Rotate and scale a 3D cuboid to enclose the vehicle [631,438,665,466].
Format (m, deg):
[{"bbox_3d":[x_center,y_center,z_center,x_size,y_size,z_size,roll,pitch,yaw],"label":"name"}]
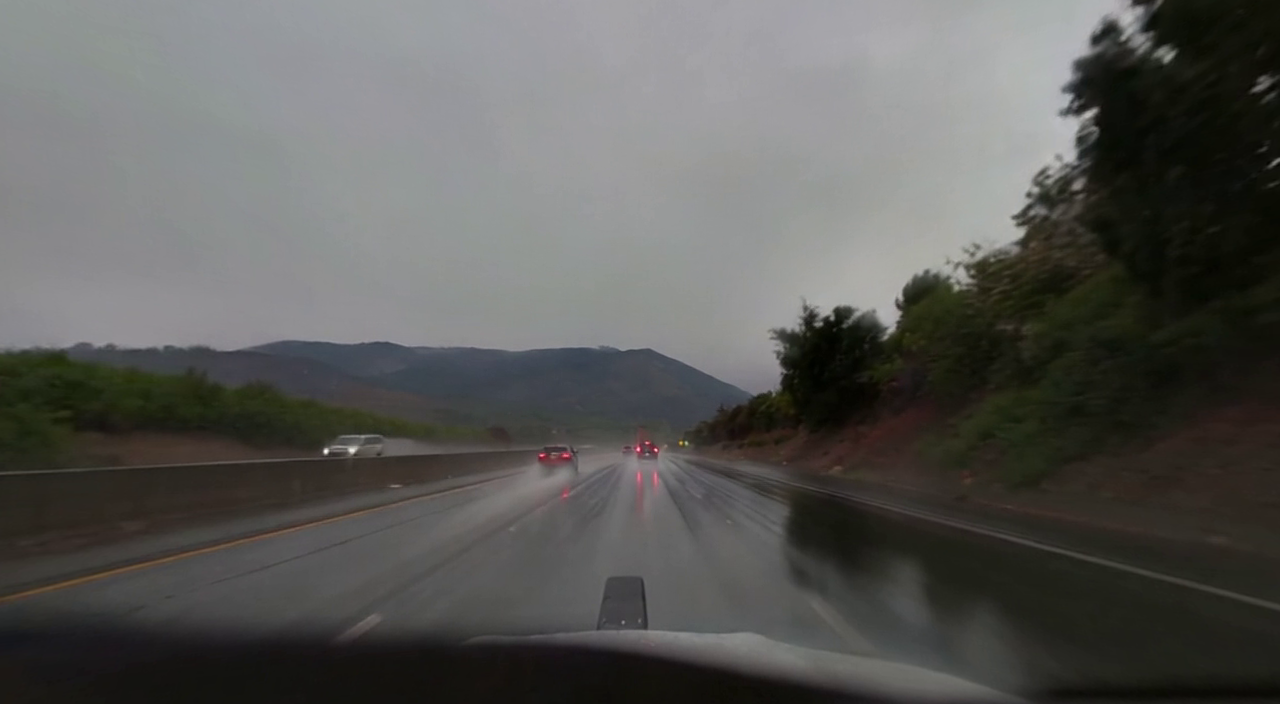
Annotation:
[{"bbox_3d":[0.489,6.896,43.405,2.272,1.836,4.866,0,-8,-1],"label":"vehicle"}]

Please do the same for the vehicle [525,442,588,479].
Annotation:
[{"bbox_3d":[-3.578,4.707,27.588,2.082,1.485,4.237,0,-8,2],"label":"vehicle"}]

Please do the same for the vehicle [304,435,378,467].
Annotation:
[{"bbox_3d":[-21.539,7.151,45.546,2.360,2.168,5.853,0,-8,1],"label":"vehicle"}]
